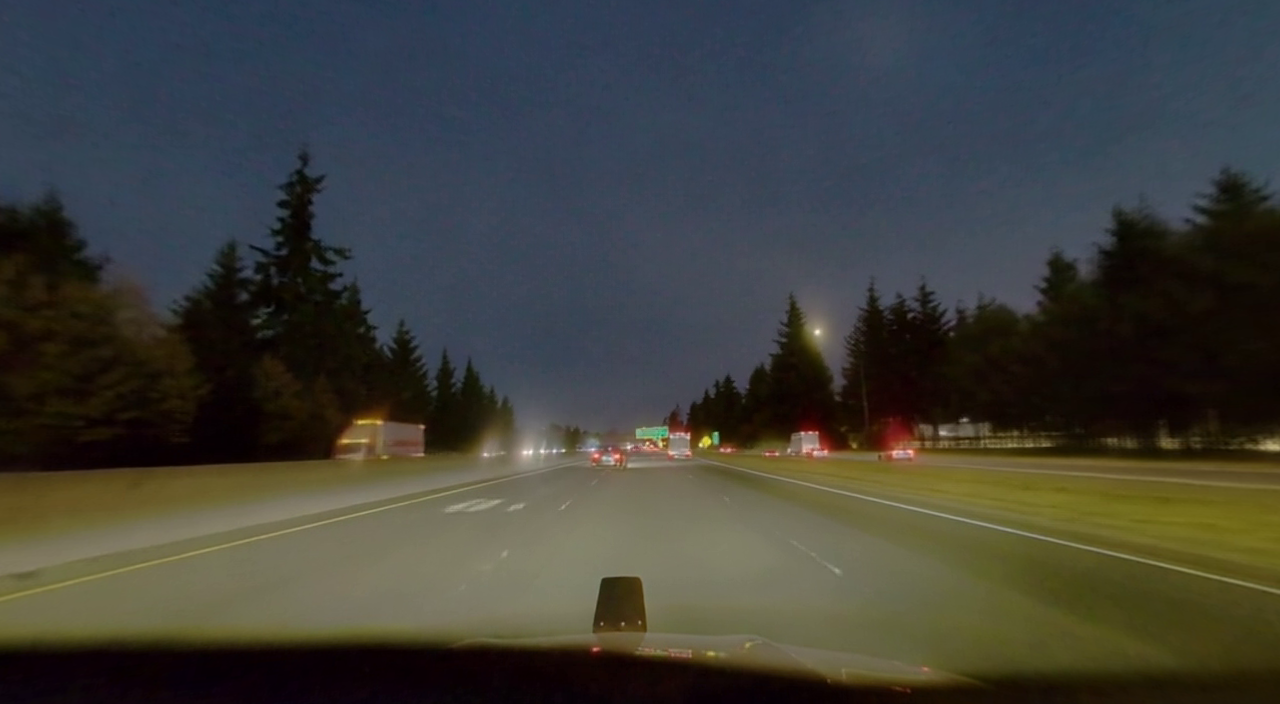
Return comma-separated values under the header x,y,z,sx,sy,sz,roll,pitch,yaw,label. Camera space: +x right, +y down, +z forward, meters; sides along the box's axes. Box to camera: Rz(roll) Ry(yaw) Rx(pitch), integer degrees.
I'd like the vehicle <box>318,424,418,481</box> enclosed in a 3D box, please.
x,y,z,sx,sy,sz,roll,pitch,yaw,label
-16.183,6.063,38.209,2.625,3.031,7.427,0,-9,1,vehicle

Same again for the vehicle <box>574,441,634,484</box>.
x,y,z,sx,sy,sz,roll,pitch,yaw,label
-1.339,4.357,25.020,1.936,1.545,4.116,-1,-9,3,vehicle

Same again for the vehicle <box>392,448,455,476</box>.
x,y,z,sx,sy,sz,roll,pitch,yaw,label
-12.187,6.191,35.778,1.892,1.493,4.444,0,-9,1,vehicle
